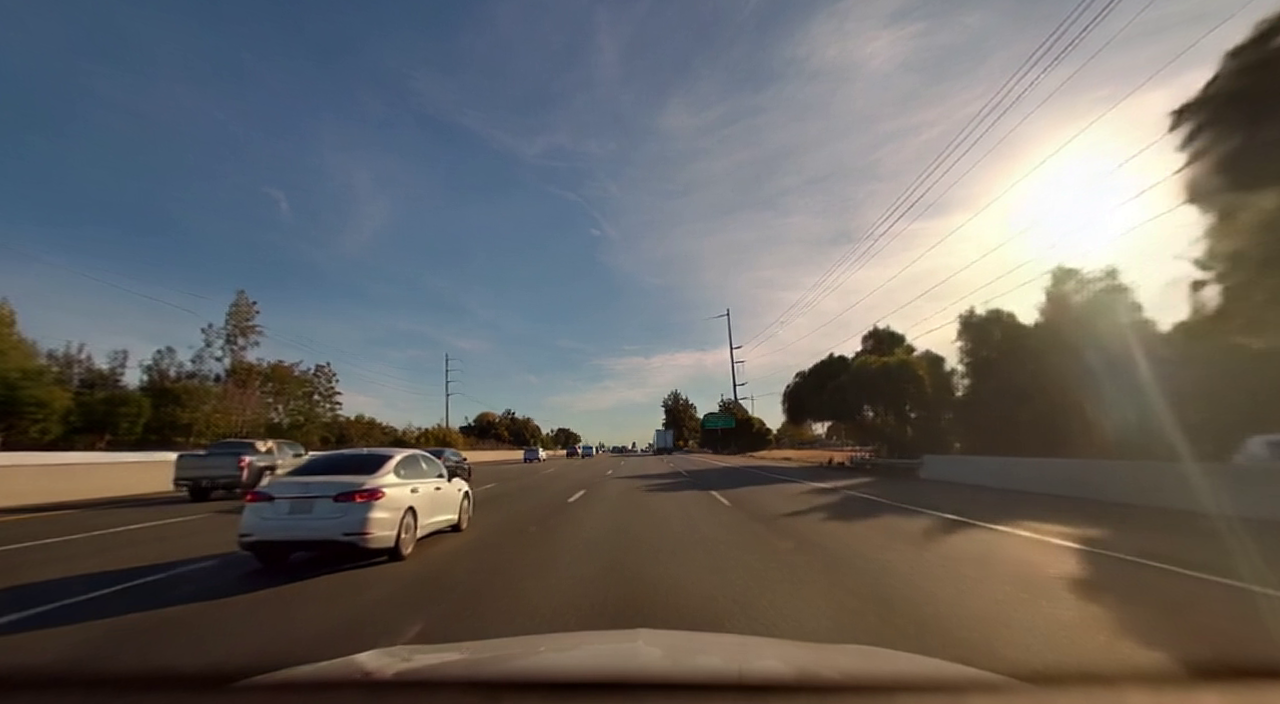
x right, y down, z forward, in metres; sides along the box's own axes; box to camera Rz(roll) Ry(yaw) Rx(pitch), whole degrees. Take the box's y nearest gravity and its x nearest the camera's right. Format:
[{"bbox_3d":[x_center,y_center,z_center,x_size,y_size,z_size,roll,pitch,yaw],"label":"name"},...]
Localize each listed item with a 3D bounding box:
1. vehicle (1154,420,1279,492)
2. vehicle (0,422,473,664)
[{"bbox_3d":[18.576,2.983,18.091,2.272,1.938,5.988,0,-9,-3],"label":"vehicle"},{"bbox_3d":[-3.503,1.610,6.592,2.045,1.532,4.954,0,-9,1],"label":"vehicle"}]
